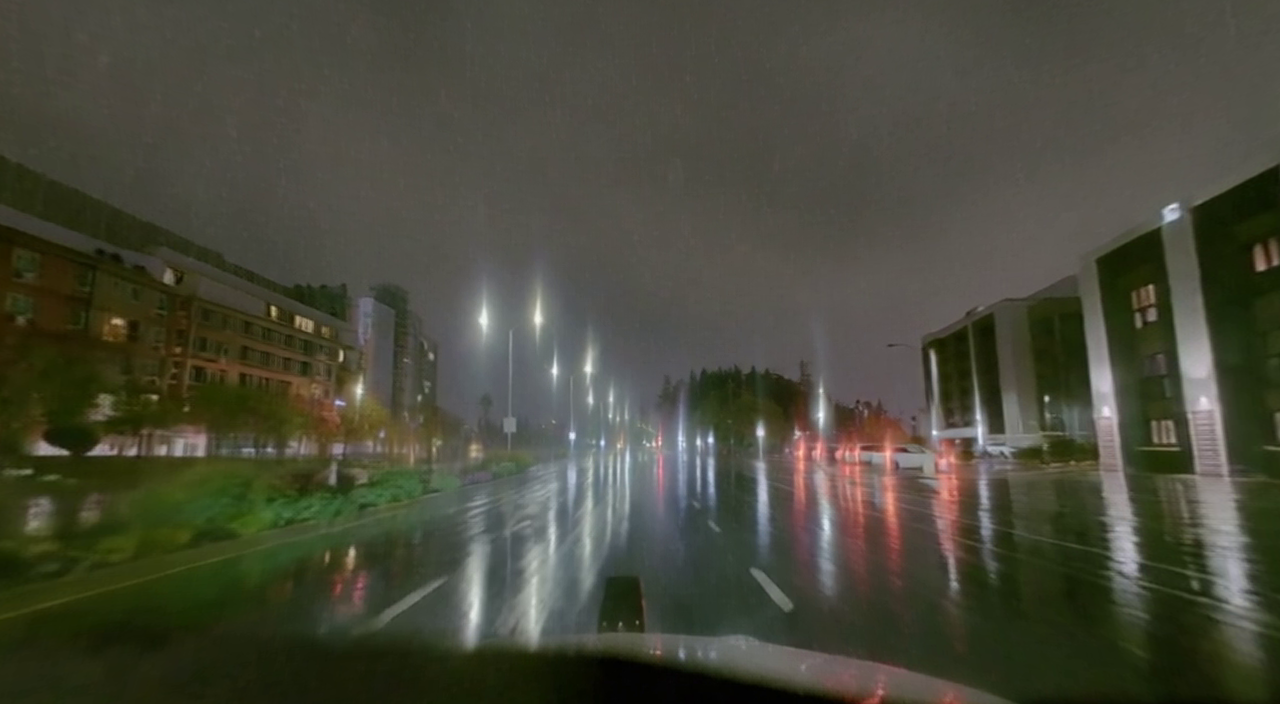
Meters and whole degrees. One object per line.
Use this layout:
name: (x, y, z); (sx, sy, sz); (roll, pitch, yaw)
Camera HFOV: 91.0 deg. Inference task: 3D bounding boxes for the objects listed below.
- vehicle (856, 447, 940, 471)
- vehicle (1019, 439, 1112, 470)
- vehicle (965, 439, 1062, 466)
vehicle: (15.886, 6.606, 38.948); (4.331, 1.469, 2.008); (-1, -9, 3)
vehicle: (28.033, 6.759, 41.524); (4.627, 1.659, 1.882); (-4, -7, 2)
vehicle: (27.555, 7.435, 46.587); (5.663, 1.895, 2.229); (-1, -8, 4)
